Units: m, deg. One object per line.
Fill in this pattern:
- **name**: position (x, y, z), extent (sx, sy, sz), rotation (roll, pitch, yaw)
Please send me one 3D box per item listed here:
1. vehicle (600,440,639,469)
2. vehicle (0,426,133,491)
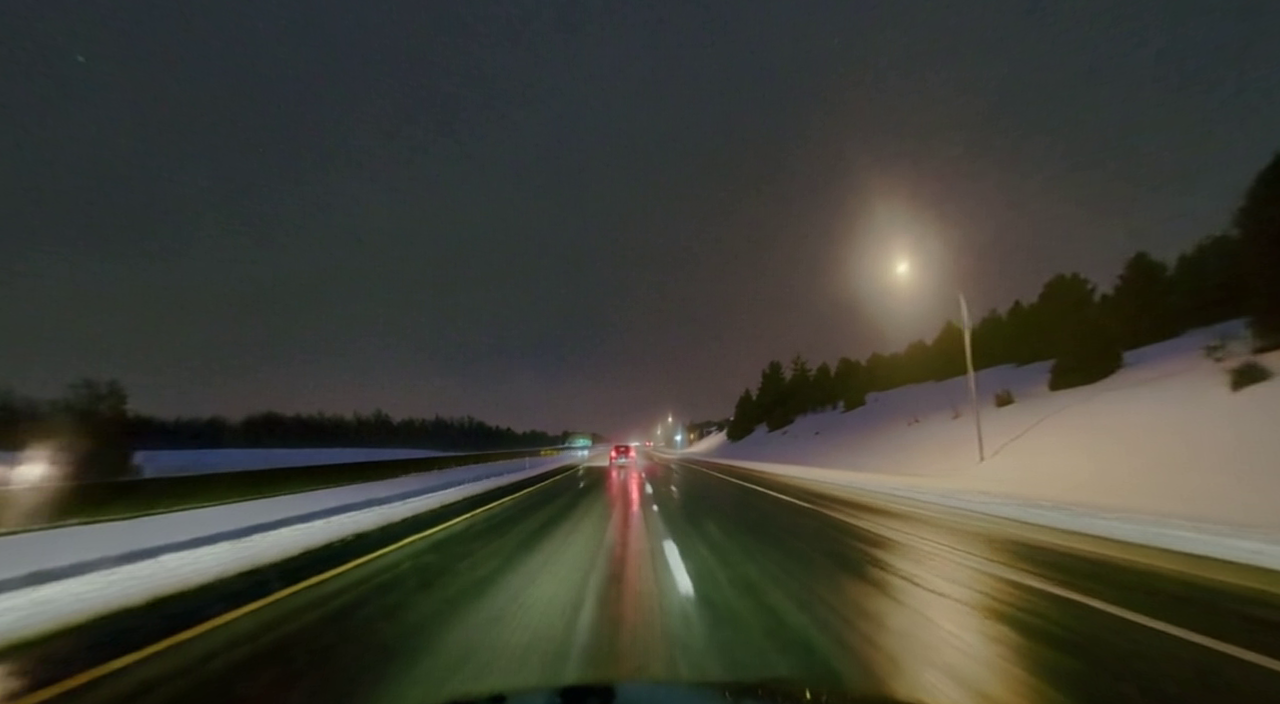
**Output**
- **vehicle**: position (-1.097, 5.591, 34.518), extent (1.991, 1.475, 4.302), rotation (0, -8, -2)
- **vehicle**: position (-20.604, 3.539, 21.130), extent (2.248, 1.954, 5.866), rotation (0, -8, 1)
